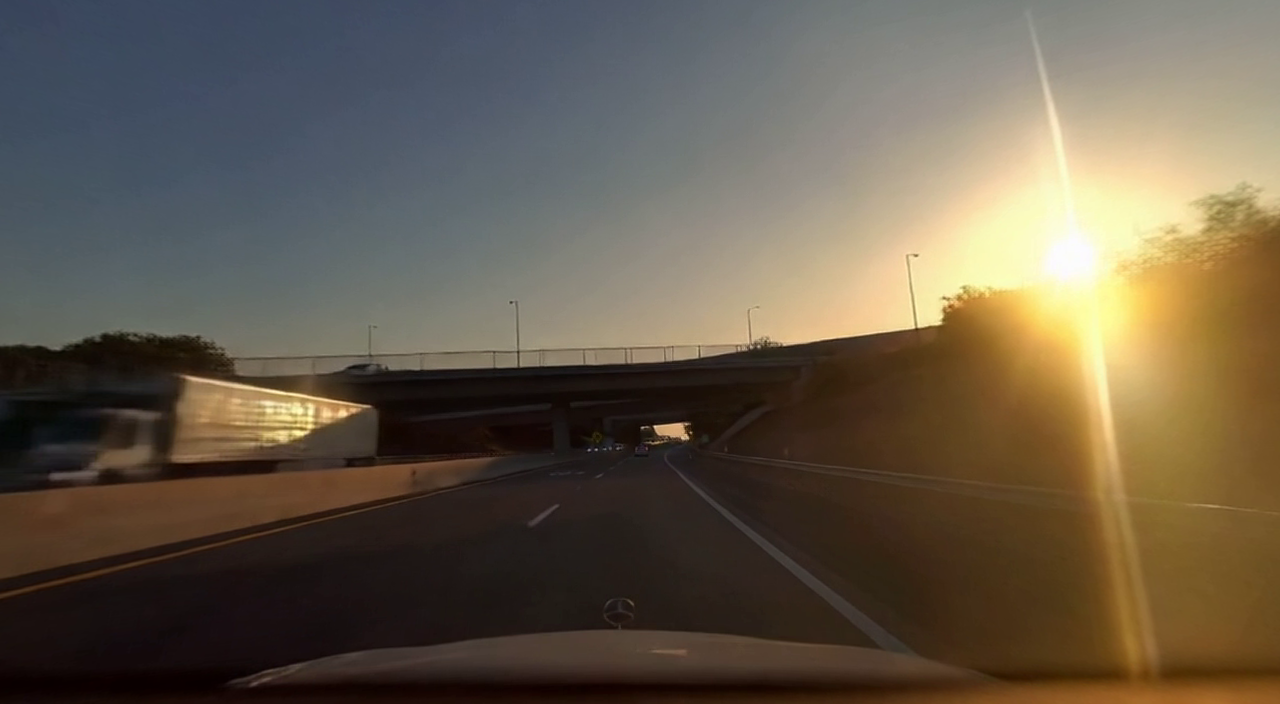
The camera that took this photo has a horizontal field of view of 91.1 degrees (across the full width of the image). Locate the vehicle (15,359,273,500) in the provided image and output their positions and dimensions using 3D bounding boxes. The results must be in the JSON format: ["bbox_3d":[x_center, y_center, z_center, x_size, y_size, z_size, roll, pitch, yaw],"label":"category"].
[{"bbox_3d":[-16.893,2.826,22.346,3.287,4.193,6.858,0,-9,0],"label":"vehicle"}]
